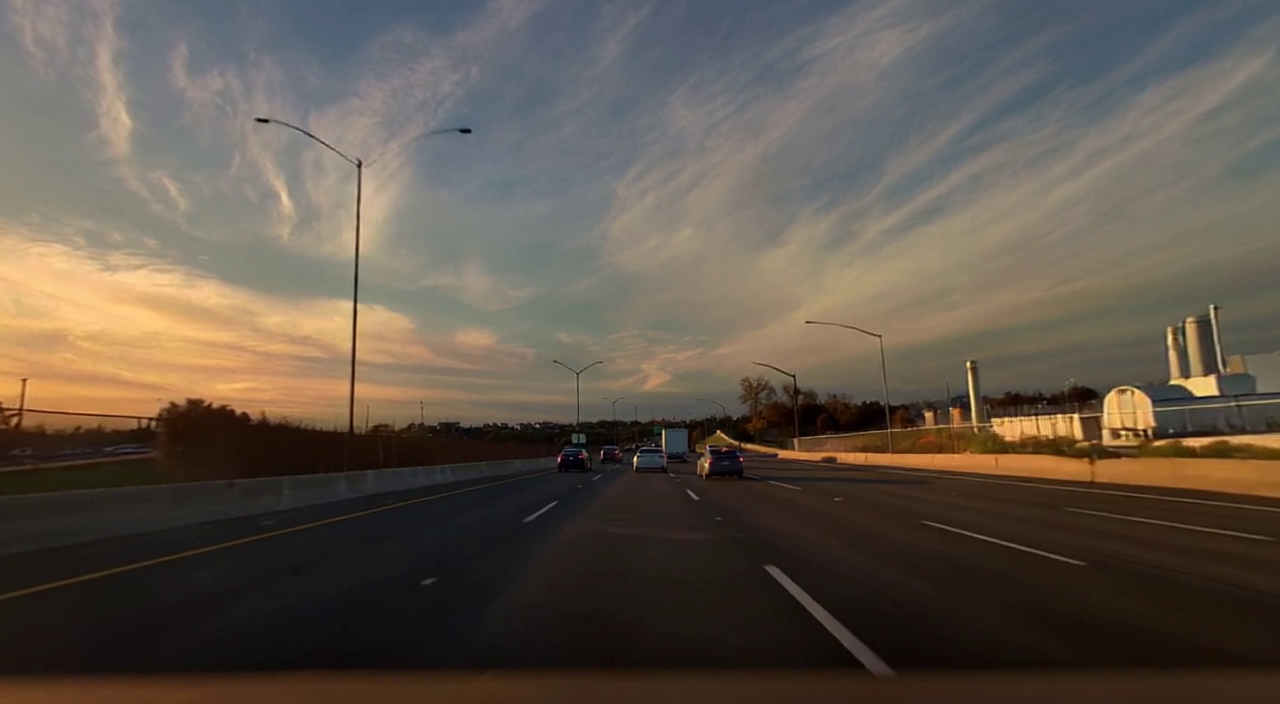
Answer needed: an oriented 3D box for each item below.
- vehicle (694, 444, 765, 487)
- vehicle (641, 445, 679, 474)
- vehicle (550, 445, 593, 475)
[{"bbox_3d":[3.249,4.218,23.818,1.942,1.453,4.329,0,-8,-1],"label":"vehicle"},{"bbox_3d":[1.147,6.314,37.465,2.067,1.555,4.851,-1,-8,1],"label":"vehicle"},{"bbox_3d":[-3.971,6.290,37.019,2.036,1.669,4.112,0,-8,0],"label":"vehicle"}]
